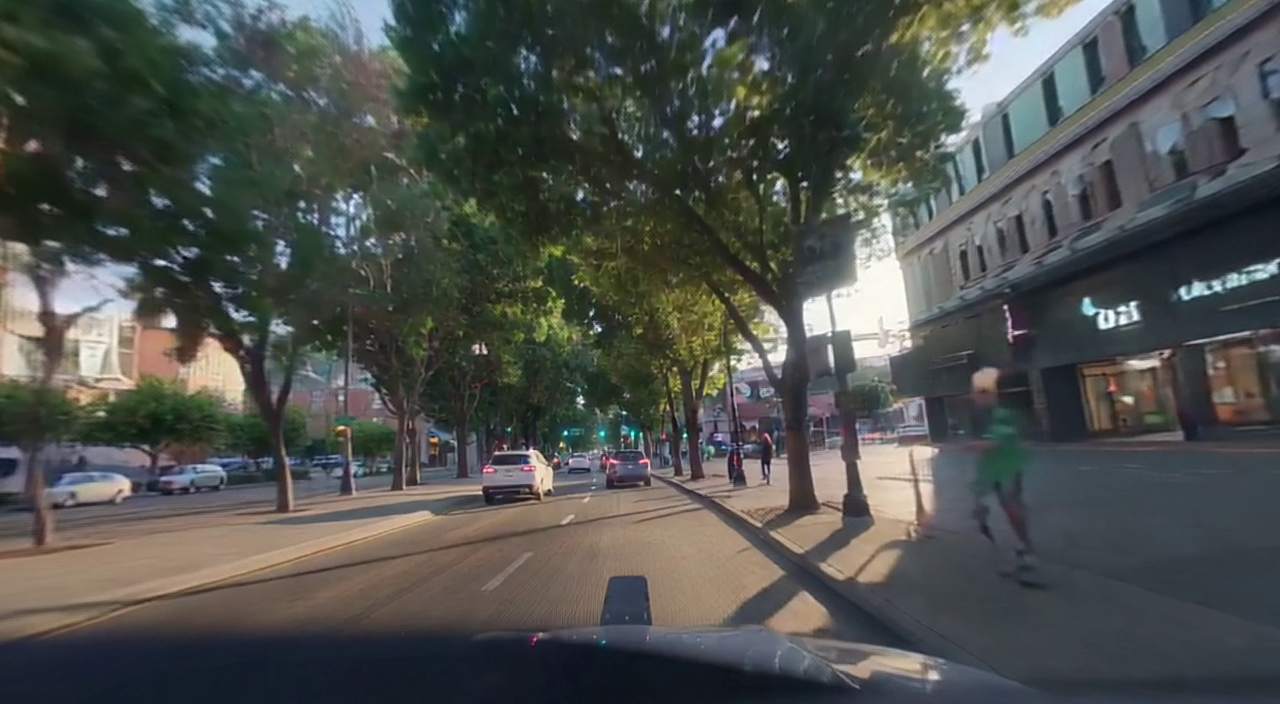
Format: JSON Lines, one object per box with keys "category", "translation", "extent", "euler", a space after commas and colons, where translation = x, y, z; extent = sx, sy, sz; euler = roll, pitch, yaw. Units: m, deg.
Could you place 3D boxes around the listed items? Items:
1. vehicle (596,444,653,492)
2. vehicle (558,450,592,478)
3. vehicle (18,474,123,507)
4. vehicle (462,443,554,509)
{"category": "vehicle", "translation": [-0.648, 4.657, 25.605], "extent": [2.120, 1.758, 3.917], "euler": [1, -9, -2]}
{"category": "vehicle", "translation": [-4.600, 7.938, 44.964], "extent": [2.220, 1.847, 4.587], "euler": [1, -9, -4]}
{"category": "vehicle", "translation": [-32.074, 7.768, 35.673], "extent": [1.913, 1.579, 4.379], "euler": [1, -9, -2]}
{"category": "vehicle", "translation": [-3.773, 3.607, 18.746], "extent": [1.940, 1.722, 3.823], "euler": [1, -9, -1]}
